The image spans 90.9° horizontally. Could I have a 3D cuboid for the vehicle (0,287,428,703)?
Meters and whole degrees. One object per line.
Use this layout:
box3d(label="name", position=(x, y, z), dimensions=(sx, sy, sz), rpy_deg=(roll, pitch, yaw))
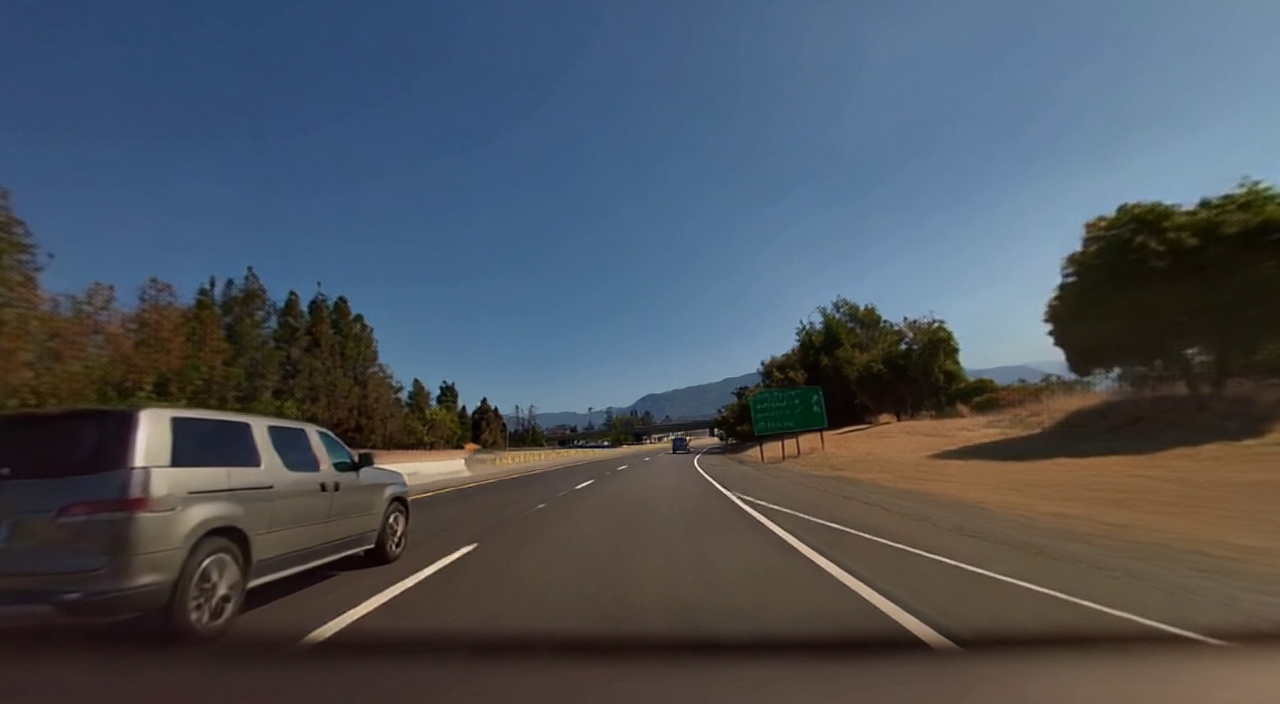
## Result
box3d(label="vehicle", position=(-3.466, 0.946, 4.048), dimensions=(2.143, 1.851, 5.817), rpy_deg=(0, -8, 0))
